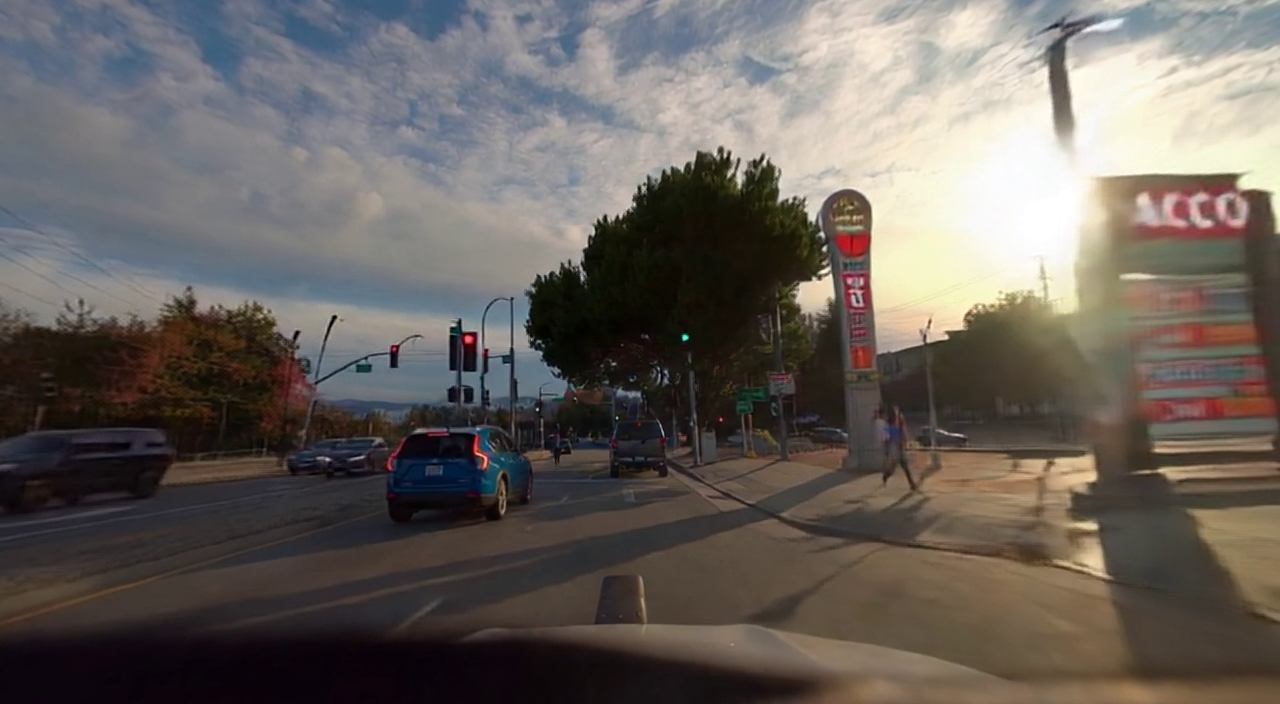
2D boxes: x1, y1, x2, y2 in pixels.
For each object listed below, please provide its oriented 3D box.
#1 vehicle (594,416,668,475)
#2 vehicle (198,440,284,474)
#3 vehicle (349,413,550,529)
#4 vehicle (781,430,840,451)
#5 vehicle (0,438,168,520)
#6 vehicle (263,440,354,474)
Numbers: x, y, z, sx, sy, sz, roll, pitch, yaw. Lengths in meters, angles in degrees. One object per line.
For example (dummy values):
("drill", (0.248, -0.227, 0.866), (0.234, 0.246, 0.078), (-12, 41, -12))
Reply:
("vehicle", (-0.371, 3.631, 24.418), (2.552, 1.999, 5.498), (0, -9, -1))
("vehicle", (-31.360, 8.271, 49.563), (5.274, 1.973, 2.438), (-8, -10, 4))
("vehicle", (-3.242, 2.171, 12.039), (2.247, 1.734, 4.919), (0, -9, 1))
("vehicle", (13.227, 6.881, 48.807), (3.997, 1.496, 1.907), (3, -9, -18))
("vehicle", (-15.294, 3.308, 16.820), (2.044, 1.832, 4.569), (-2, -8, -4))
("vehicle", (-16.481, 5.244, 31.580), (2.191, 1.544, 4.541), (0, -9, -2))
